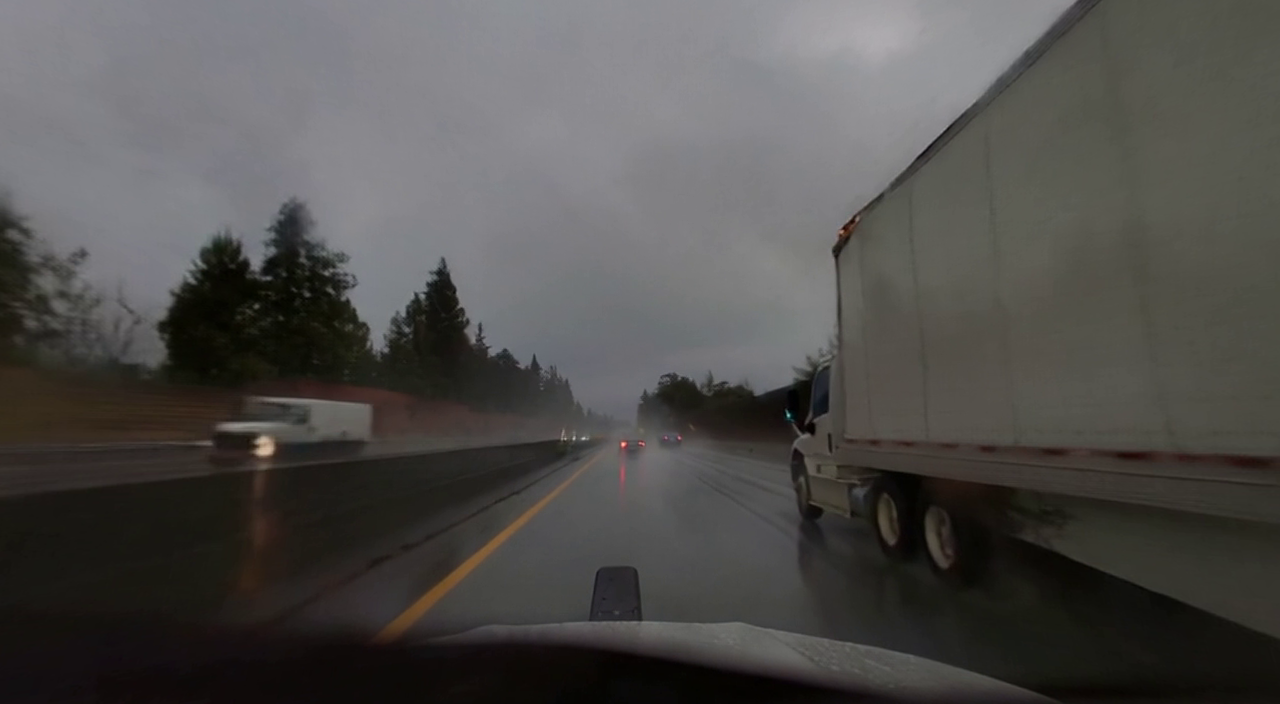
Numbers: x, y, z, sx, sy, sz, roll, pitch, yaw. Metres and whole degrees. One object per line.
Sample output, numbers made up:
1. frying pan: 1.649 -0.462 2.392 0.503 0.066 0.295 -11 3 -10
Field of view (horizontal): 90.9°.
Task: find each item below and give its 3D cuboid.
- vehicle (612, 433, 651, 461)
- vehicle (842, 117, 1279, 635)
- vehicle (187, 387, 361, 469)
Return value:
1. vehicle: -0.480 5.362 35.782 2.119 1.480 4.000 0 -8 -1
2. vehicle: 4.222 0.289 6.575 3.009 4.109 3.167 0 -8 0
3. vehicle: -12.776 2.797 22.793 2.332 2.493 6.723 0 -8 -1
